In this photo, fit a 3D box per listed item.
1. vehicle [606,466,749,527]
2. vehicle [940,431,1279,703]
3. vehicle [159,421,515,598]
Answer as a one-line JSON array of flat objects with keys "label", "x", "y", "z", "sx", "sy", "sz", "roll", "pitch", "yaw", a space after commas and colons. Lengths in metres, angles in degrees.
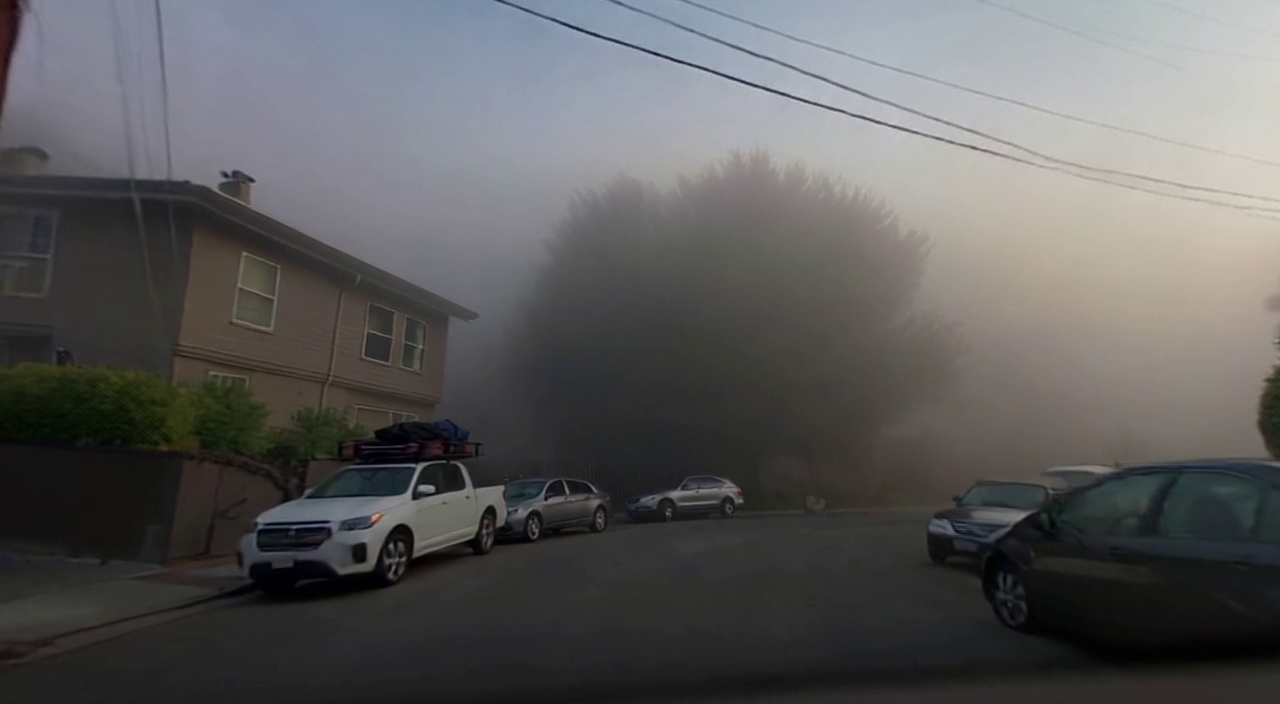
[{"label": "vehicle", "x": 1.235, "y": 4.493, "z": 20.084, "sx": 4.217, "sy": 1.547, "sz": 2.082, "roll": 6, "pitch": -11, "yaw": -38}, {"label": "vehicle", "x": 3.767, "y": 1.194, "z": 3.464, "sx": 1.910, "sy": 1.477, "sz": 4.569, "roll": 0, "pitch": -8, "yaw": -1}, {"label": "vehicle", "x": -3.651, "y": 2.183, "z": 9.079, "sx": 2.247, "sy": 1.702, "sz": 5.043, "roll": -4, "pitch": -13, "yaw": 5}]
